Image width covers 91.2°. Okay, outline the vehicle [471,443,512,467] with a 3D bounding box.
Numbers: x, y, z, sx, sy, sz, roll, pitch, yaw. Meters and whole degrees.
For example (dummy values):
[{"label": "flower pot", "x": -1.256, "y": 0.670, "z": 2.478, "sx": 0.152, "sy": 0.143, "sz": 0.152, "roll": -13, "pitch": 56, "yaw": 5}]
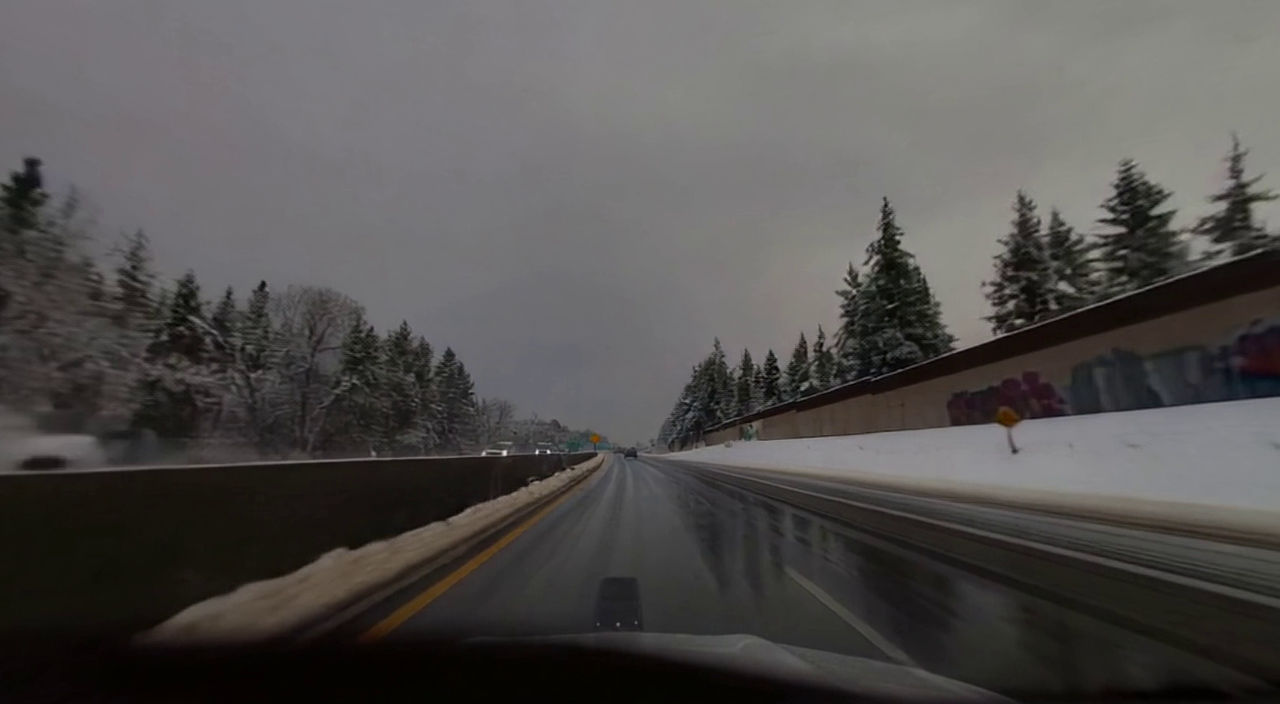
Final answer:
[{"label": "vehicle", "x": -9.995, "y": 6.979, "z": 42.519, "sx": 1.834, "sy": 1.482, "sz": 3.947, "roll": 0, "pitch": -9, "yaw": 0}]
